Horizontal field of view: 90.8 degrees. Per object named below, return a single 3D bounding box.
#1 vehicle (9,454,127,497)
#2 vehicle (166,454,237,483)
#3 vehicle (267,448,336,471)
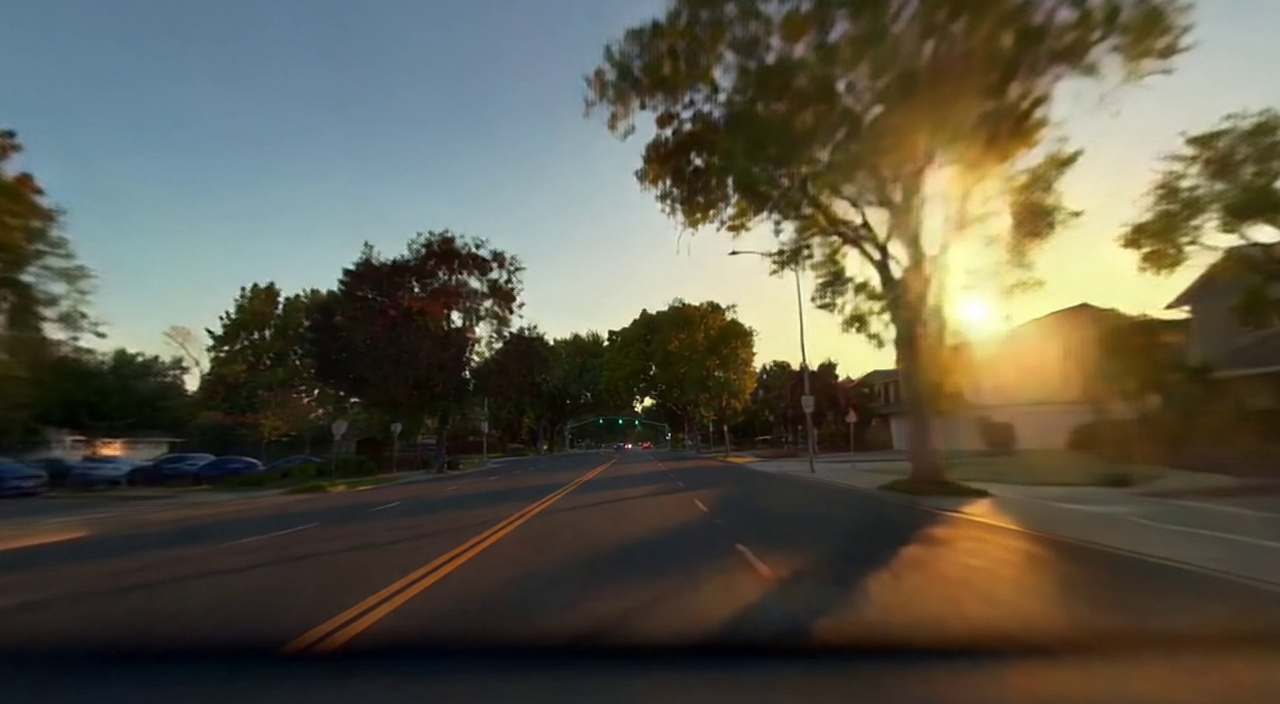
[{"bbox_3d":[-23.469,5.005,25.918,4.584,1.562,2.091,-5,-10,29],"label":"vehicle"},{"bbox_3d":[-28.366,7.484,40.830,4.425,1.570,1.959,-4,-8,30],"label":"vehicle"},{"bbox_3d":[-23.741,7.522,44.209,4.791,1.421,1.985,-4,-10,31],"label":"vehicle"}]
